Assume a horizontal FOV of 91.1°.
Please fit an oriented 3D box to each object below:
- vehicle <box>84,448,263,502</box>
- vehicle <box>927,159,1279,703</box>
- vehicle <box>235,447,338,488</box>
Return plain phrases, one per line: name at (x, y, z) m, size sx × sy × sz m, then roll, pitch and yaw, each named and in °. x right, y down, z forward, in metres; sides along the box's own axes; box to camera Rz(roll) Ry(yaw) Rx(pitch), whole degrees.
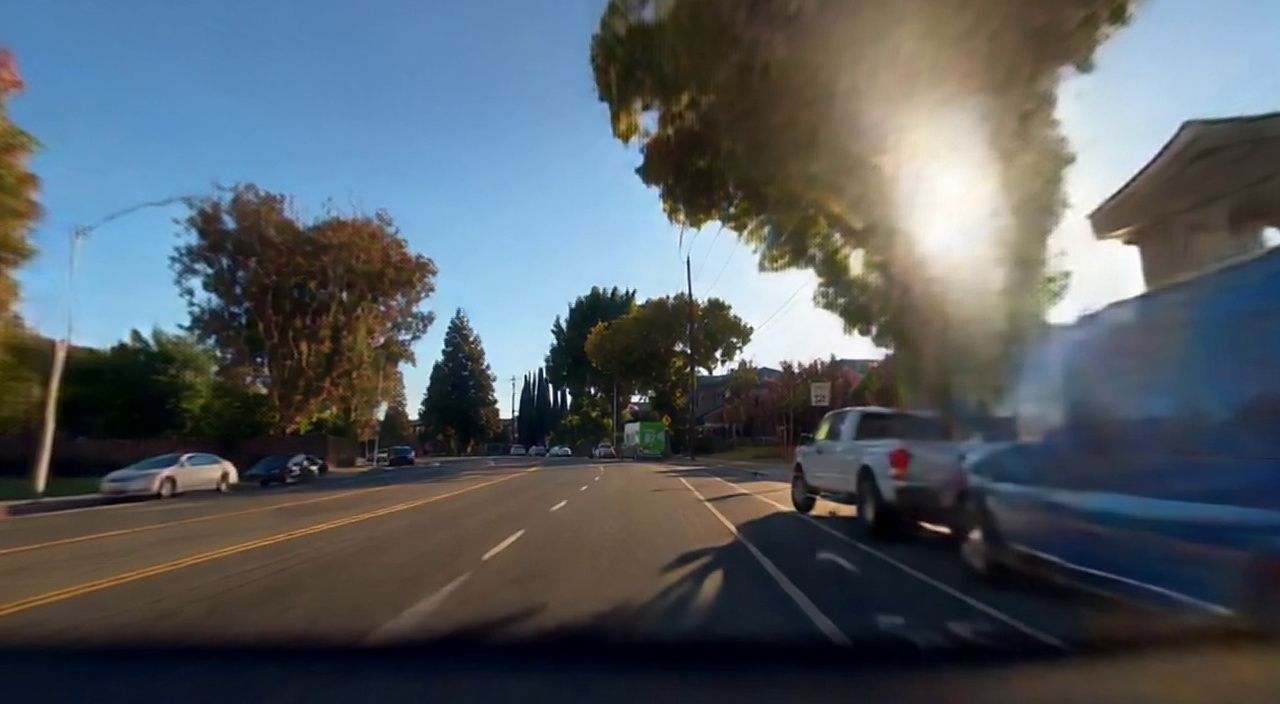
vehicle at (-14.913, 3.917, 20.521) m, size 1.990 × 1.487 × 4.767 m, roll -1°, pitch -8°, yaw 3°
vehicle at (4.346, 0.630, 4.056) m, size 2.229 × 2.912 × 5.697 m, roll 0°, pitch -8°, yaw 0°
vehicle at (-14.978, 4.874, 26.910) m, size 1.934 × 1.480 × 4.510 m, roll -3°, pitch -8°, yaw -2°
